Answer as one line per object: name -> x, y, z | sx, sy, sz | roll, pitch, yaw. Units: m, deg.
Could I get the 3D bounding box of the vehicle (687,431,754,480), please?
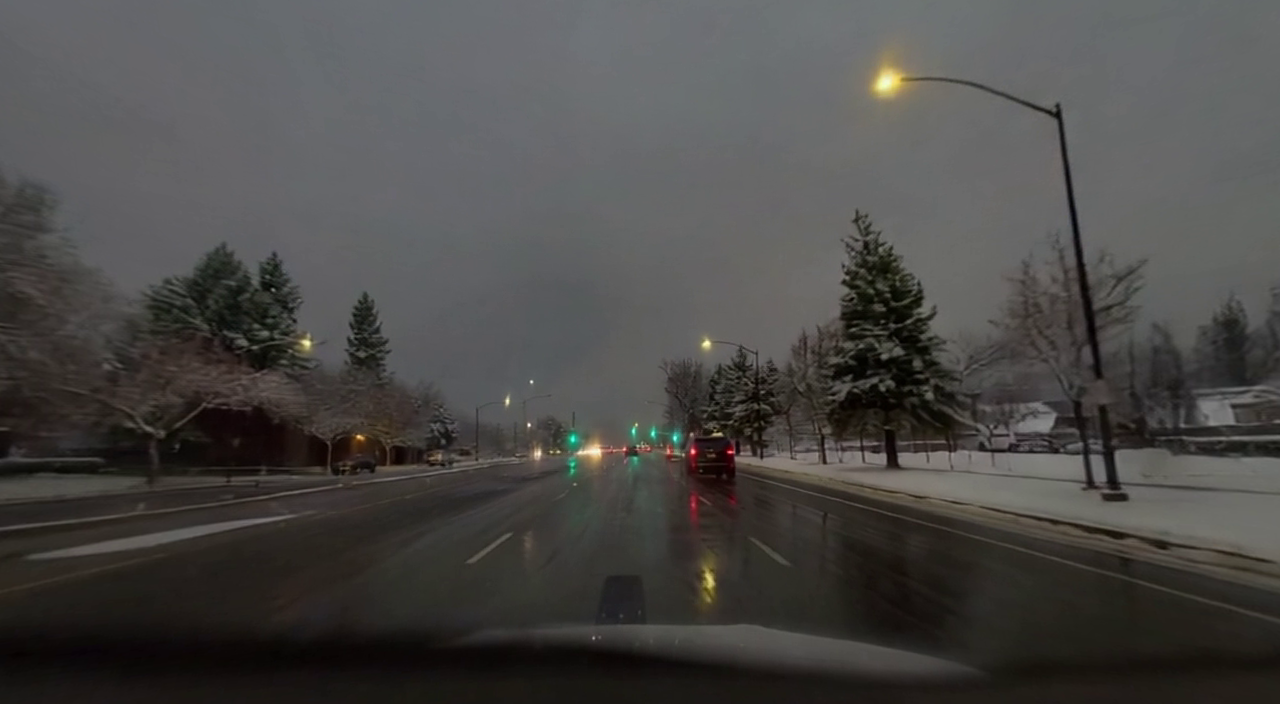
vehicle -> 3.135, 4.166, 25.604 | 2.060, 1.816, 4.343 | 0, -8, -1

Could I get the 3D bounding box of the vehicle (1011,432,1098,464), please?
vehicle -> 27.788, 6.429, 42.398 | 4.609, 1.919, 1.985 | 0, -8, -9
